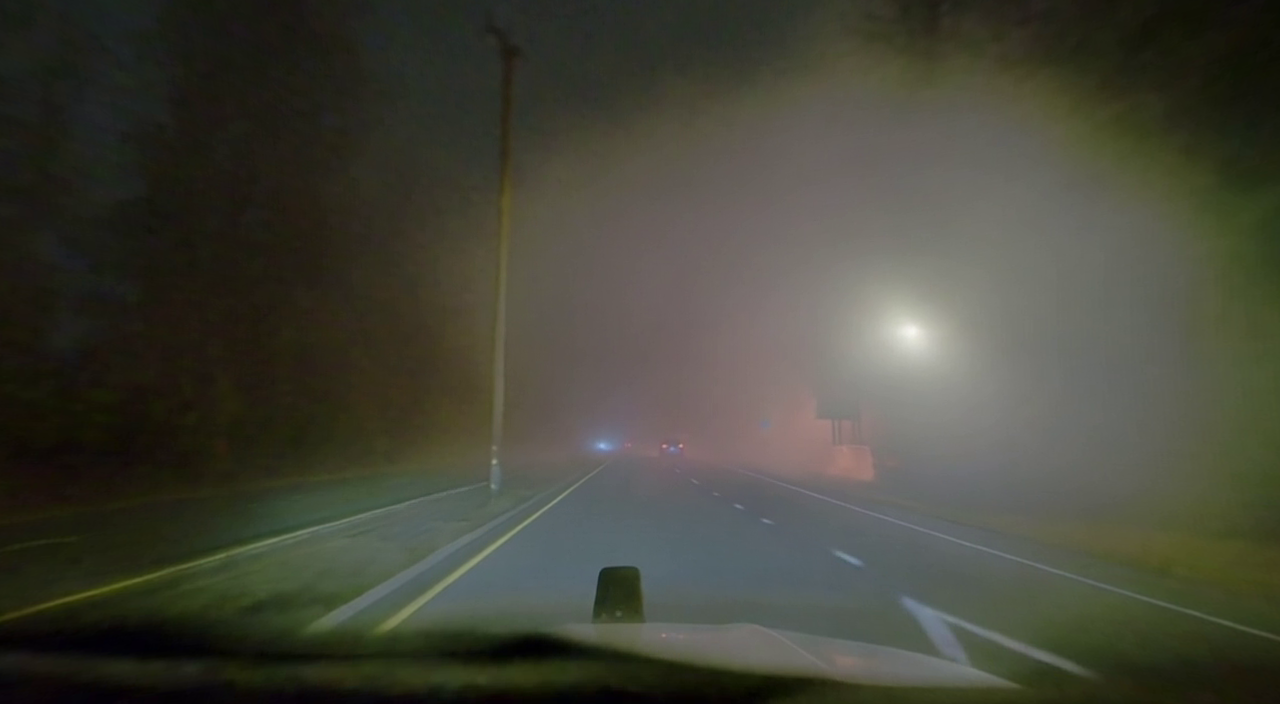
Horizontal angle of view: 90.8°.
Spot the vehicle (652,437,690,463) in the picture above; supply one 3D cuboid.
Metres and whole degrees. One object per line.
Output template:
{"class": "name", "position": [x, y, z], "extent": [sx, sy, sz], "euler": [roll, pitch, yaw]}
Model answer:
{"class": "vehicle", "position": [2.179, 7.067, 45.633], "extent": [2.183, 1.744, 4.424], "euler": [1, -9, -4]}

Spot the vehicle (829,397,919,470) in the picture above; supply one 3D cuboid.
{"class": "vehicle", "position": [10.934, 3.933, 30.065], "extent": [3.250, 3.147, 4.411], "euler": [-2, -9, 12]}
